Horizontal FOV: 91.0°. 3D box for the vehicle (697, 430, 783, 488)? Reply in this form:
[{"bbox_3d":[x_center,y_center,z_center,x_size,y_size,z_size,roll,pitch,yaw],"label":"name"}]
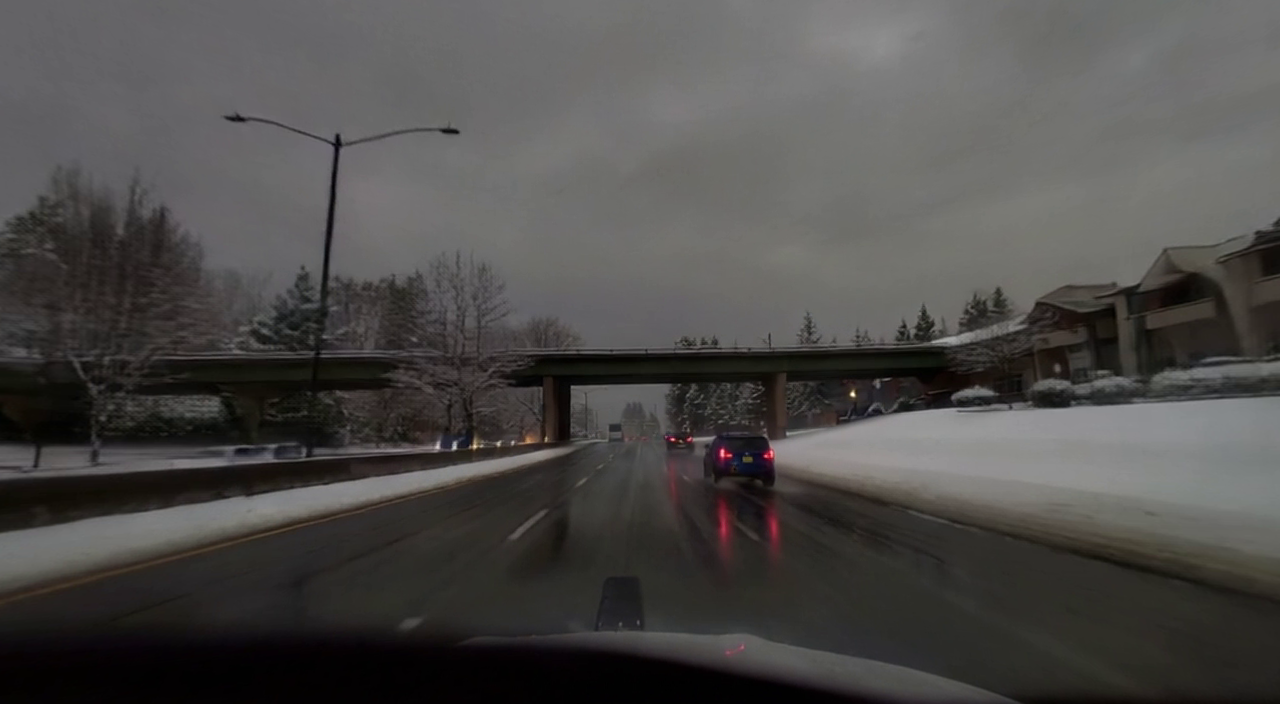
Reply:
[{"bbox_3d":[3.191,3.530,21.117,2.110,1.712,4.489,0,-9,0],"label":"vehicle"}]

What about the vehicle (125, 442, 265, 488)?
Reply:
[{"bbox_3d":[-16.340,4.144,23.500,1.967,1.520,4.542,0,-9,-1],"label":"vehicle"}]
